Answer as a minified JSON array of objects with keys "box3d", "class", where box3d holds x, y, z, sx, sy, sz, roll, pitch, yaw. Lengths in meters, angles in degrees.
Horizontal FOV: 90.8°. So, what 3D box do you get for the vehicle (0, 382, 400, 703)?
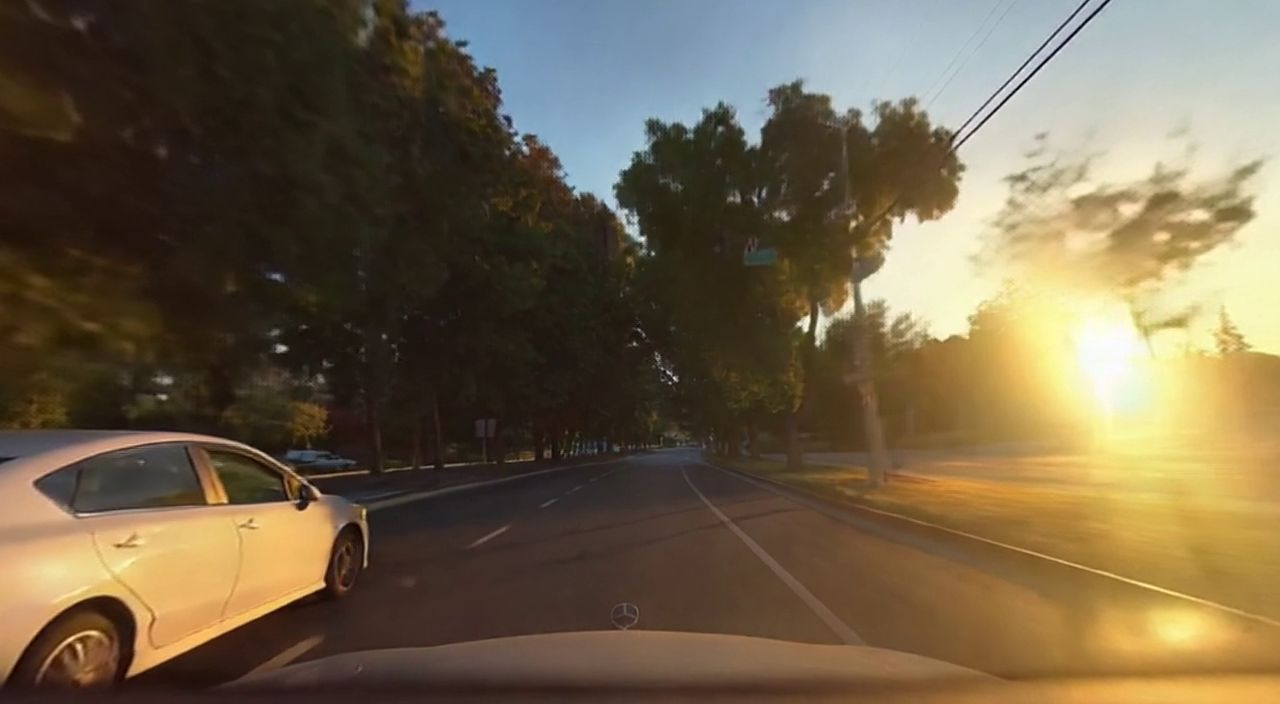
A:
[{"box3d":[-3.249,1.097,3.767,1.915,1.521,4.283,0,-8,0],"class":"vehicle"}]
